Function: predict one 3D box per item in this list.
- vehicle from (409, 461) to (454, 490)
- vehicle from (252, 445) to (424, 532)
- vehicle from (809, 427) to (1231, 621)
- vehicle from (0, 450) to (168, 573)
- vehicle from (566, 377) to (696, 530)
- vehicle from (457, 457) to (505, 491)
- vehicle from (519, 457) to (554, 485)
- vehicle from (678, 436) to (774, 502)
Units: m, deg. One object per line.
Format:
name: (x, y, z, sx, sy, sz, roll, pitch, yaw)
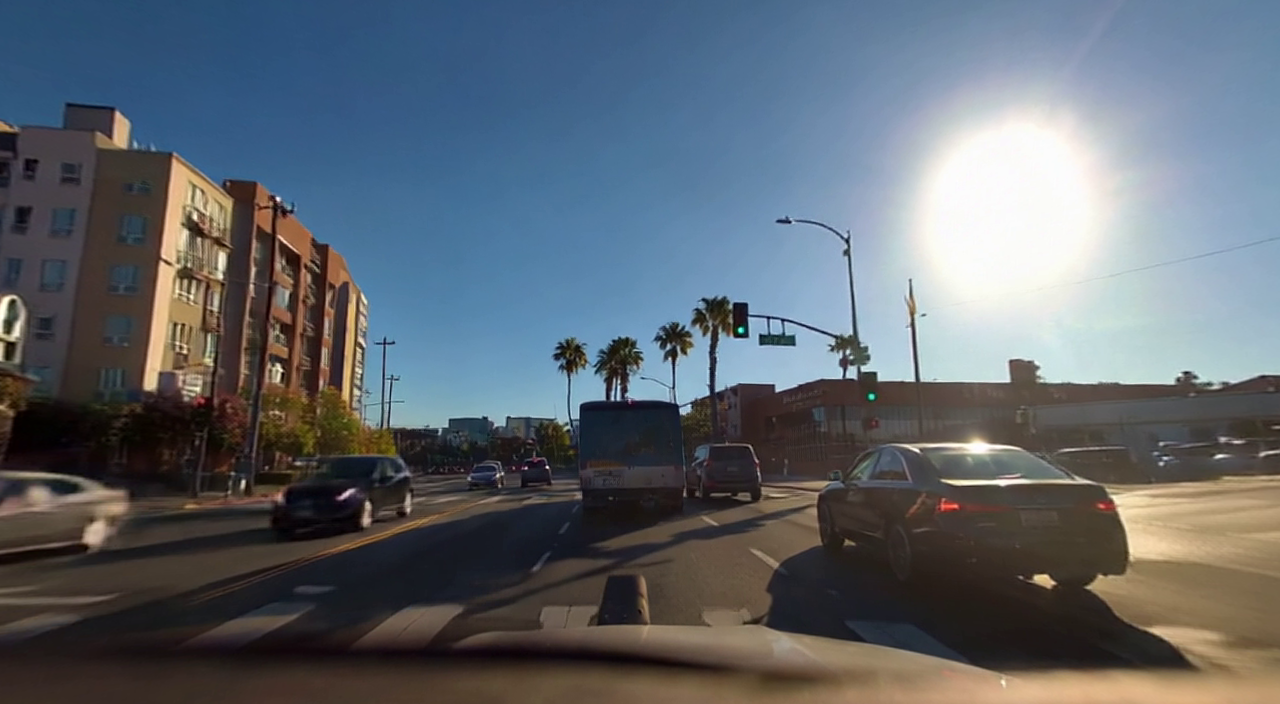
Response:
vehicle: (-12.618, 7.489, 38.240, 1.873, 1.510, 4.151, 1, -9, -8)
vehicle: (-6.160, 2.770, 13.411, 1.810, 1.546, 3.981, 0, -9, -2)
vehicle: (3.639, 1.711, 7.343, 1.978, 1.507, 4.636, 0, -8, -1)
vehicle: (-9.190, 2.160, 8.775, 1.983, 1.543, 4.188, 0, -9, -2)
vehicle: (-0.429, 2.414, 15.307, 2.517, 2.926, 6.177, 1, -9, -5)
vehicle: (-8.046, 6.159, 32.040, 1.801, 1.524, 3.974, 1, -9, -6)
vehicle: (-6.501, 7.489, 39.623, 2.033, 1.555, 4.408, 1, -9, -8)
vehicle: (2.750, 3.924, 21.618, 2.157, 1.944, 5.423, 0, -9, -4)
